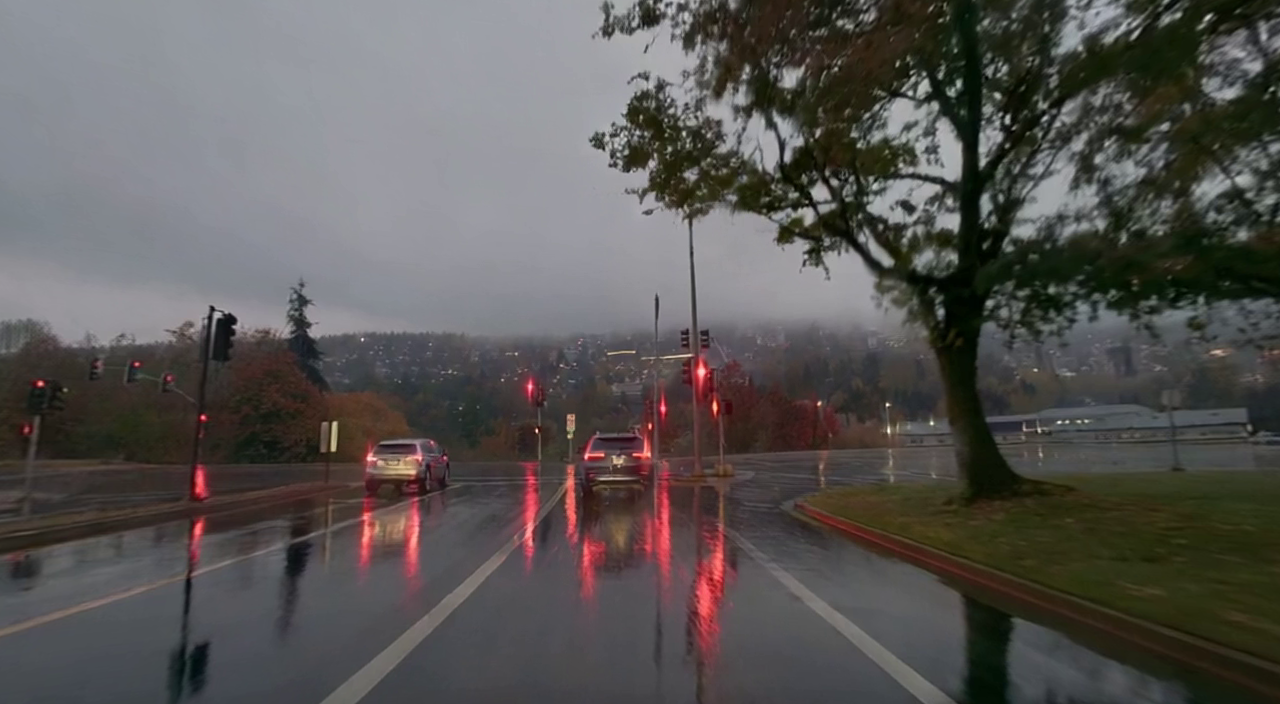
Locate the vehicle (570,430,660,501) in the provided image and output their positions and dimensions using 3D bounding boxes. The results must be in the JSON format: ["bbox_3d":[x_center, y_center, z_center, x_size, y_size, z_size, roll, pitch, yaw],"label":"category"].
[{"bbox_3d":[-0.803,3.023,17.190,2.154,1.670,4.140,1,-9,-6],"label":"vehicle"}]

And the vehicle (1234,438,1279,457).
[{"bbox_3d":[49.492,7.507,49.370,3.654,1.439,1.900,-1,-9,5],"label":"vehicle"}]

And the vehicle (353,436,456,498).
[{"bbox_3d":[-7.112,3.491,19.512,2.020,1.695,4.187,1,-9,-7],"label":"vehicle"}]
